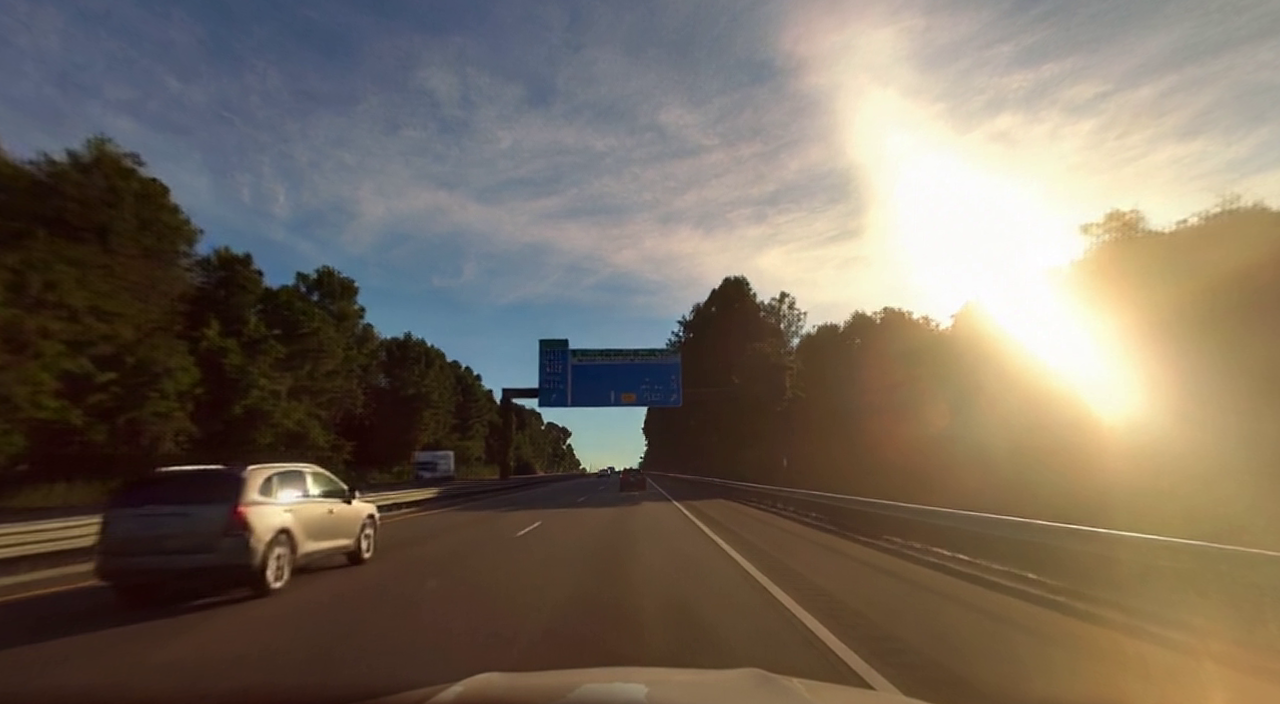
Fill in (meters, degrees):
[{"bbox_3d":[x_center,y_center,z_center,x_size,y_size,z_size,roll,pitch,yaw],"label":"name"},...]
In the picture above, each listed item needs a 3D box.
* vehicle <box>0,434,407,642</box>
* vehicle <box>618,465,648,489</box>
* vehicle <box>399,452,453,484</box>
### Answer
[{"bbox_3d":[-4.413,1.773,6.873,2.003,1.479,4.363,1,-11,0],"label":"vehicle"},{"bbox_3d":[-0.541,9.466,47.795,2.107,1.668,4.554,1,-11,-1],"label":"vehicle"},{"bbox_3d":[-16.837,9.179,49.836,2.216,2.293,5.474,1,-11,1],"label":"vehicle"}]
